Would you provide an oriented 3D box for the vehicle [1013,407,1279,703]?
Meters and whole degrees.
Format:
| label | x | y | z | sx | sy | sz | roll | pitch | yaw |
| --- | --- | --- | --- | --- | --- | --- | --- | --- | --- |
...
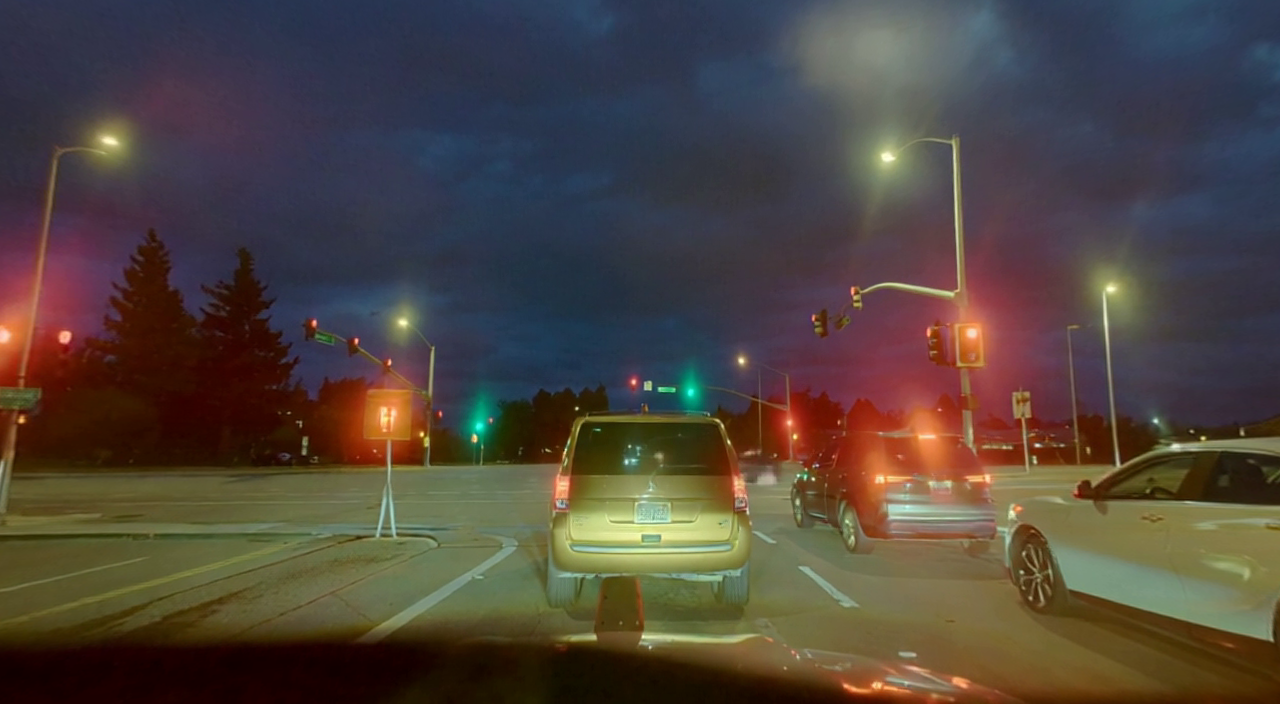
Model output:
| label | x | y | z | sx | sy | sz | roll | pitch | yaw |
| --- | --- | --- | --- | --- | --- | --- | --- | --- | --- |
| vehicle | 3.154 | 0.818 | 1.428 | 1.924 | 1.466 | 4.461 | 0 | -8 | 1 |

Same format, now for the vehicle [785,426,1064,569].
| label | x | y | z | sx | sy | sz | roll | pitch | yaw |
| --- | --- | --- | --- | --- | --- | --- | --- | --- | --- |
| vehicle | 3.519 | 1.861 | 8.870 | 1.861 | 1.495 | 4.215 | 0 | -8 | -1 |

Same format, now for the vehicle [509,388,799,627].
| label | x | y | z | sx | sy | sz | roll | pitch | yaw |
| --- | --- | --- | --- | --- | --- | --- | --- | --- | --- |
| vehicle | 0.099 | 1.496 | 7.062 | 2.170 | 1.793 | 4.468 | 0 | -8 | 0 |
